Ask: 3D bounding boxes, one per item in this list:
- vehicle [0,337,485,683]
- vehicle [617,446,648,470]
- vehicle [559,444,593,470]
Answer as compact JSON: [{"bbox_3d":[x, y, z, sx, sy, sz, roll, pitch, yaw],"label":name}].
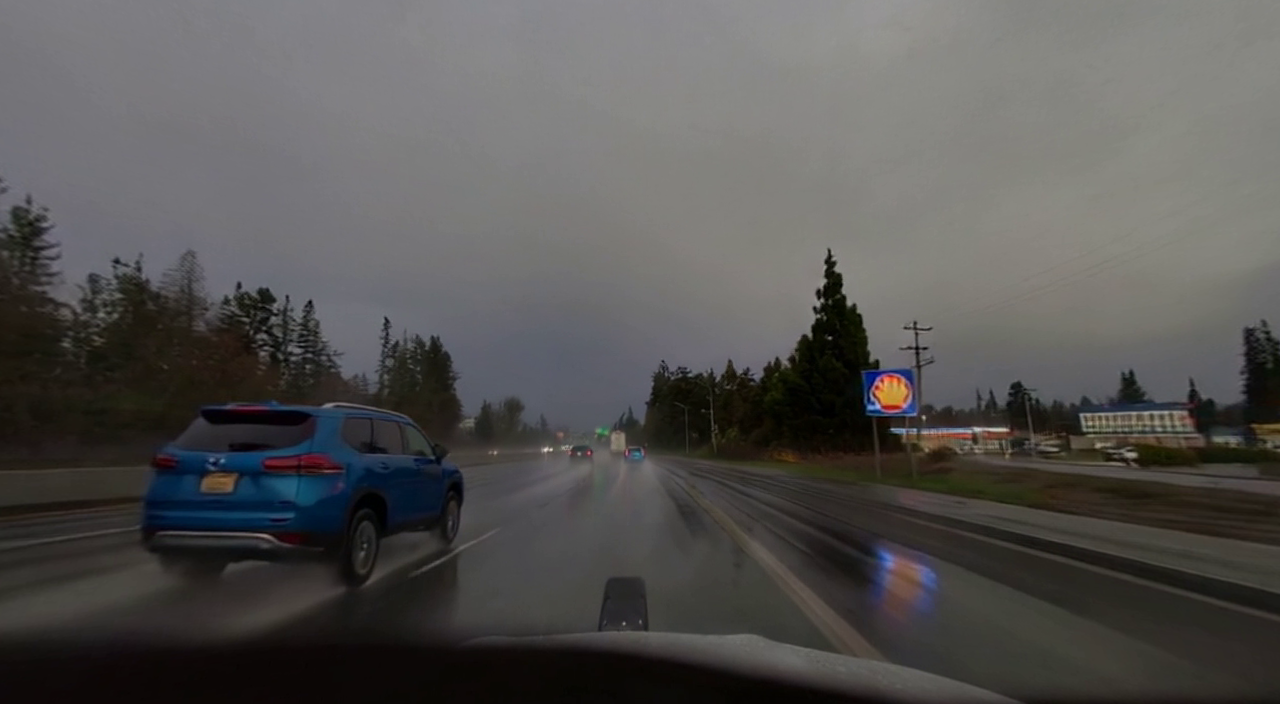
[{"bbox_3d":[-3.906,1.381,6.934,2.694,2.081,6.099,0,-8,1],"label":"vehicle"},{"bbox_3d":[-0.550,7.415,44.333,1.982,1.524,3.800,0,-8,-3],"label":"vehicle"},{"bbox_3d":[-4.931,8.195,49.404,2.273,1.884,4.515,0,-8,-1],"label":"vehicle"}]
